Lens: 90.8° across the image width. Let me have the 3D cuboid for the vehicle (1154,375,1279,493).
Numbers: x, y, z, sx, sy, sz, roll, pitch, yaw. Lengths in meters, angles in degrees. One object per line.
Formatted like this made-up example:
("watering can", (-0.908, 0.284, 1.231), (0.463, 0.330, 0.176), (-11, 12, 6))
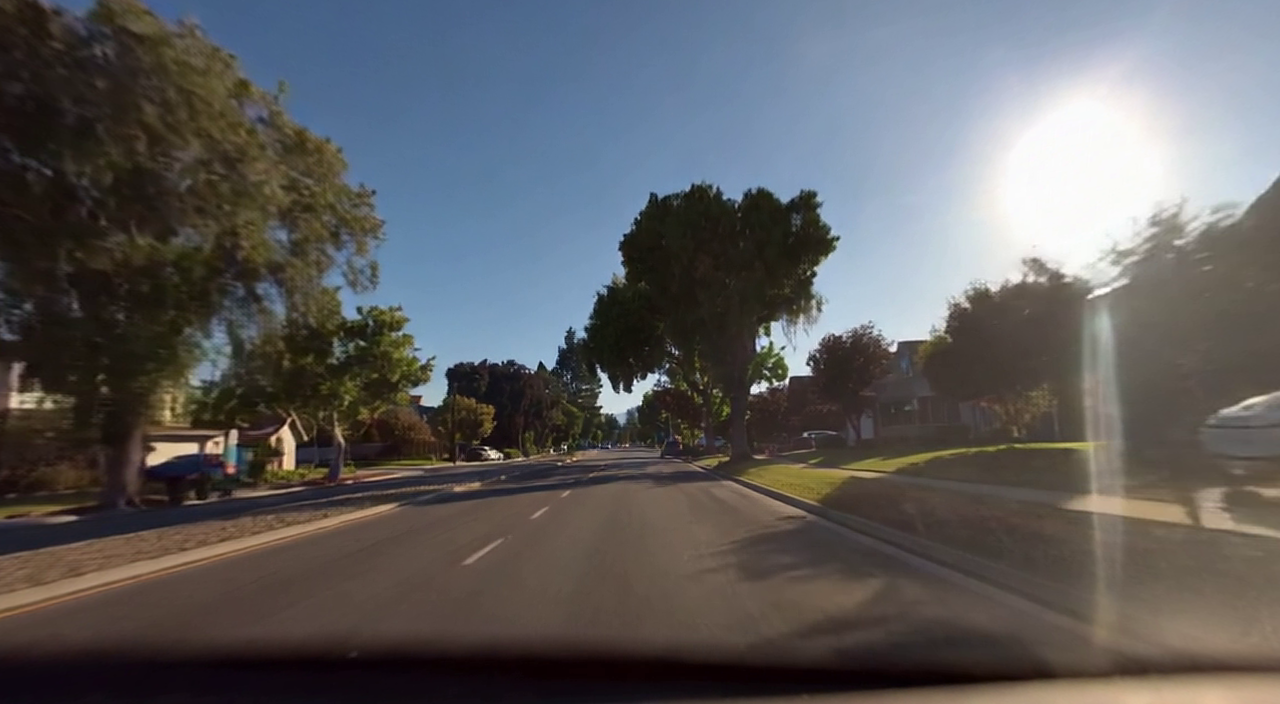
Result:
("vehicle", (11.275, 1.324, 10.068), (4.426, 1.674, 2.091), (1, -8, -5))

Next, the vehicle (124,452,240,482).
("vehicle", (-24.061, 6.058, 33.327), (4.595, 1.491, 1.902), (0, -8, -1))

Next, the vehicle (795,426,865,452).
("vehicle", (14.576, 6.723, 48.714), (4.723, 1.883, 2.011), (0, -8, -2))

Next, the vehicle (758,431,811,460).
("vehicle", (9.164, 5.957, 40.479), (1.971, 1.641, 5.191), (-4, -8, -2))
